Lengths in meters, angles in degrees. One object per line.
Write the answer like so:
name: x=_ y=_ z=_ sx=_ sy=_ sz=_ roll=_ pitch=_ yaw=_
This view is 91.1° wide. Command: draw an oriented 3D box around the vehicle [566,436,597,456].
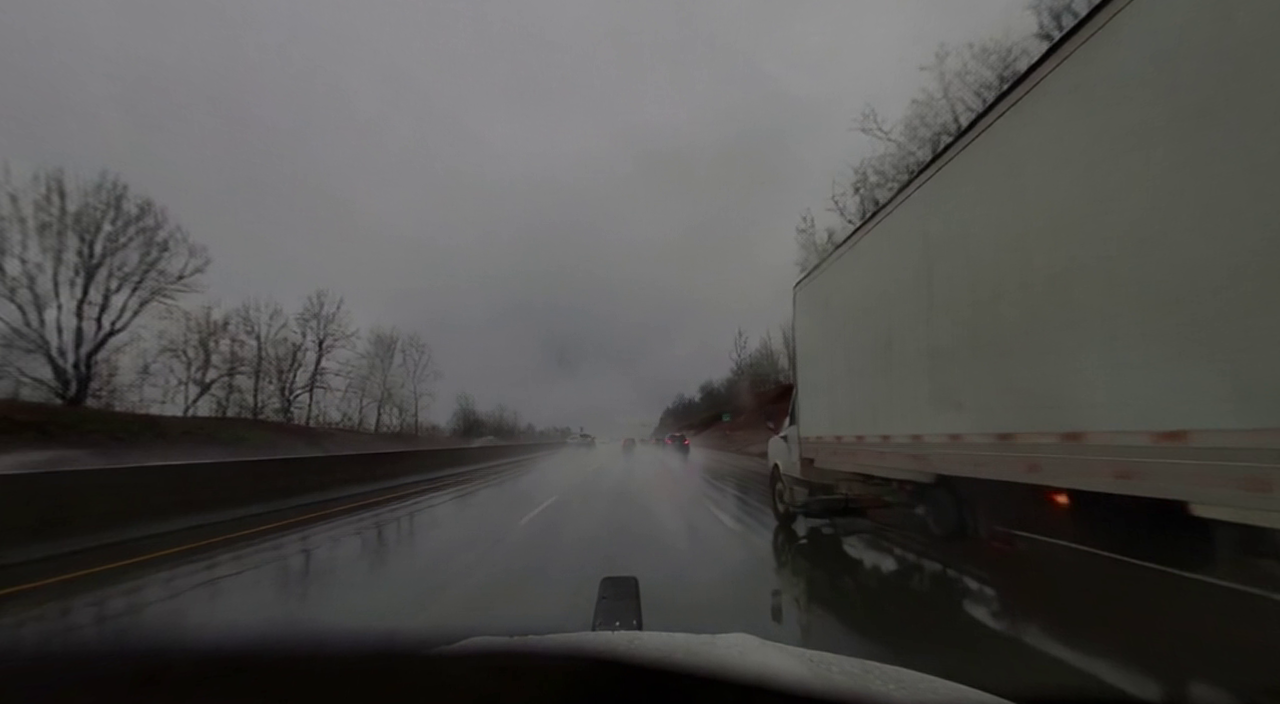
vehicle: x=-4.423 y=7.196 z=48.208 sx=2.017 sy=1.484 sz=4.088 roll=0 pitch=-8 yaw=0

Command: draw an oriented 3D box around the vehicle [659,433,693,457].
vehicle: x=2.609 y=6.796 z=46.235 sx=2.124 sy=1.696 sz=4.173 roll=0 pitch=-8 yaw=-2

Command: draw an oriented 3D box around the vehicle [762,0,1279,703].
vehicle: x=4.096 y=0.335 z=7.669 sx=3.004 sy=3.881 sz=9.742 roll=0 pitch=-8 yaw=-1
